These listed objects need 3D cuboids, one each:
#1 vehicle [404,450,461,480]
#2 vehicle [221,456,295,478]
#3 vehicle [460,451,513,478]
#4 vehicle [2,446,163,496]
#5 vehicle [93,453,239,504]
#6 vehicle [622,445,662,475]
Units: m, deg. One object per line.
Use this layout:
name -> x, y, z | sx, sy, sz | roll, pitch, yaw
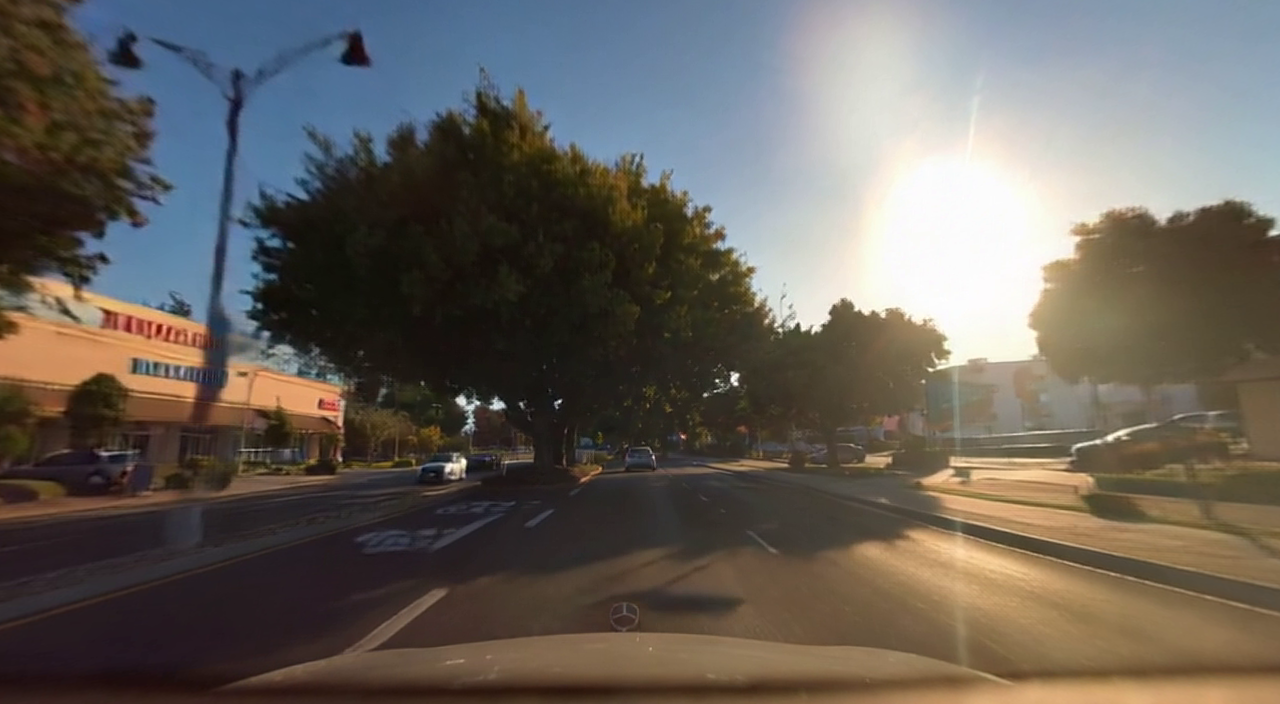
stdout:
vehicle -> -13.249, 7.209, 40.523 | 2.115, 1.741, 4.733 | 0, -9, 0
vehicle -> -29.442, 8.885, 48.643 | 4.367, 1.613, 2.004 | 0, -9, -3
vehicle -> -9.262, 6.787, 38.364 | 2.072, 1.483, 4.619 | 0, -9, 0
vehicle -> -24.034, 5.100, 27.546 | 2.146, 1.939, 5.462 | 0, -9, -2
vehicle -> -19.334, 5.154, 26.081 | 2.072, 1.804, 5.136 | 0, -8, 0
vehicle -> 0.056, 5.724, 33.587 | 1.998, 1.452, 3.773 | 0, -8, -2
